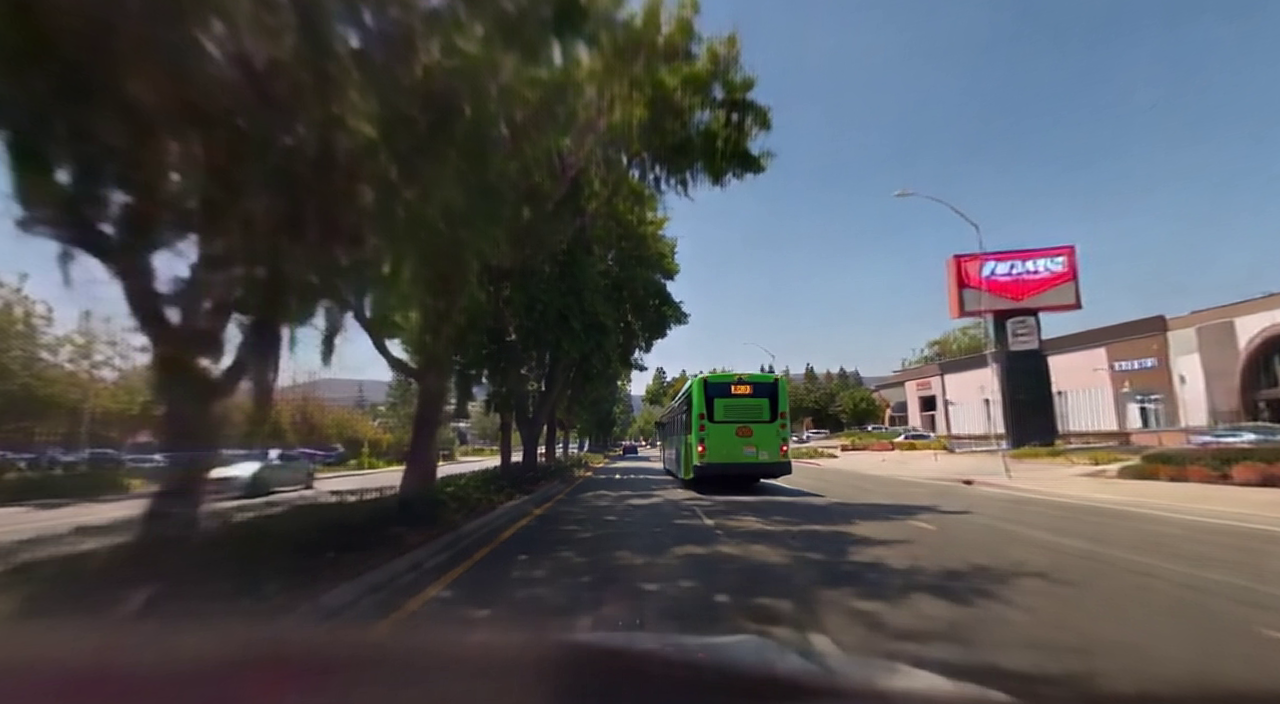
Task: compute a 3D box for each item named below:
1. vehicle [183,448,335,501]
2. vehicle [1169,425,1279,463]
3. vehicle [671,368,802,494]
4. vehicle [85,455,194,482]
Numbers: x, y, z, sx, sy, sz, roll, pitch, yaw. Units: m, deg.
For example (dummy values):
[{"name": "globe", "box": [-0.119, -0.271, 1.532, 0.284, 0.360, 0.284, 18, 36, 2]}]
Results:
[{"name": "vehicle", "box": [-12.412, 3.984, 20.955, 2.081, 1.492, 4.668, 0, -8, 1]}, {"name": "vehicle", "box": [23.993, 3.600, 24.685, 4.659, 1.434, 1.900, -1, -8, 2]}, {"name": "vehicle", "box": [2.753, 2.718, 21.188, 2.766, 3.306, 9.281, 0, -8, -1]}, {"name": "vehicle", "box": [-31.813, 7.375, 40.116, 1.983, 1.531, 5.126, -8, -11, 44]}]
